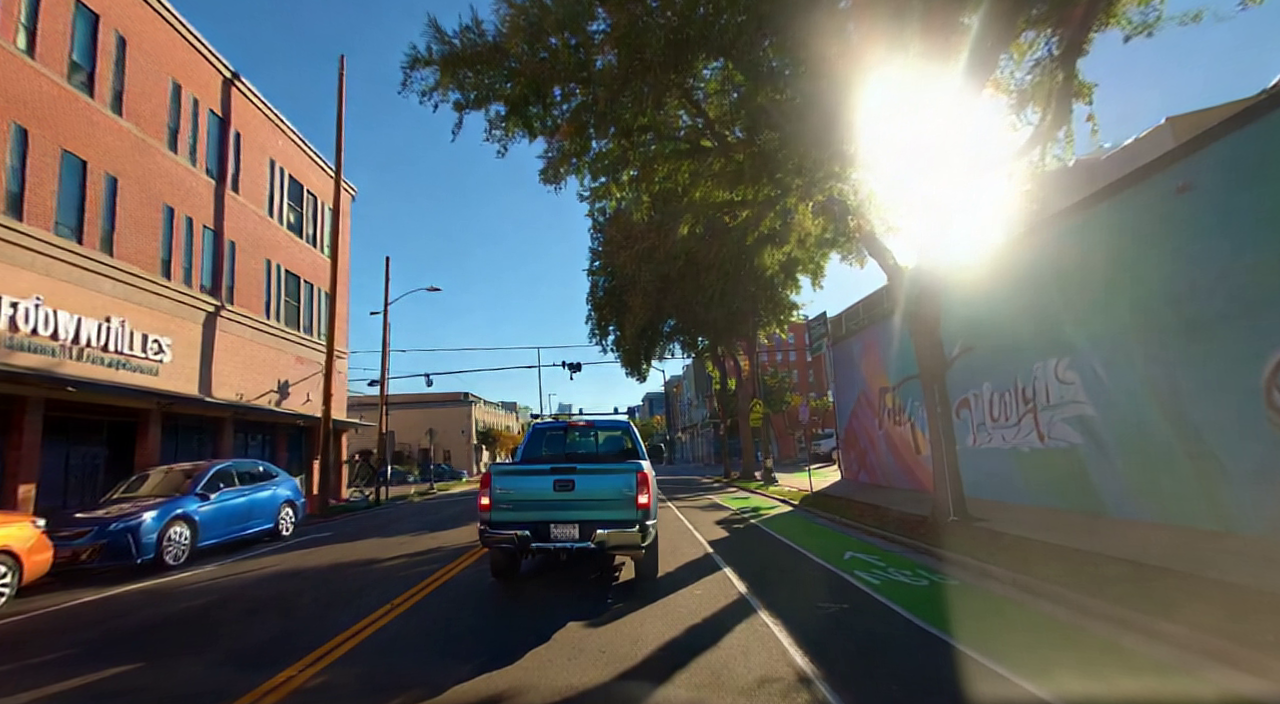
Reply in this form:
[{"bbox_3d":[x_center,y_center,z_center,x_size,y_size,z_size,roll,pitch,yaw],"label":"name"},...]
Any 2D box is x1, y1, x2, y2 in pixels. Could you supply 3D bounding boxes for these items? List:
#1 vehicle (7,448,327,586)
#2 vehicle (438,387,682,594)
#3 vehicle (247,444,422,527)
[{"bbox_3d":[-7.162,2.454,10.375,1.882,1.686,4.489,0,-8,-2],"label":"vehicle"},{"bbox_3d":[-0.706,1.602,8.147,2.215,1.882,4.611,0,-8,1],"label":"vehicle"},{"bbox_3d":[-7.394,3.231,16.058,1.884,1.730,5.076,0,-8,0],"label":"vehicle"}]
